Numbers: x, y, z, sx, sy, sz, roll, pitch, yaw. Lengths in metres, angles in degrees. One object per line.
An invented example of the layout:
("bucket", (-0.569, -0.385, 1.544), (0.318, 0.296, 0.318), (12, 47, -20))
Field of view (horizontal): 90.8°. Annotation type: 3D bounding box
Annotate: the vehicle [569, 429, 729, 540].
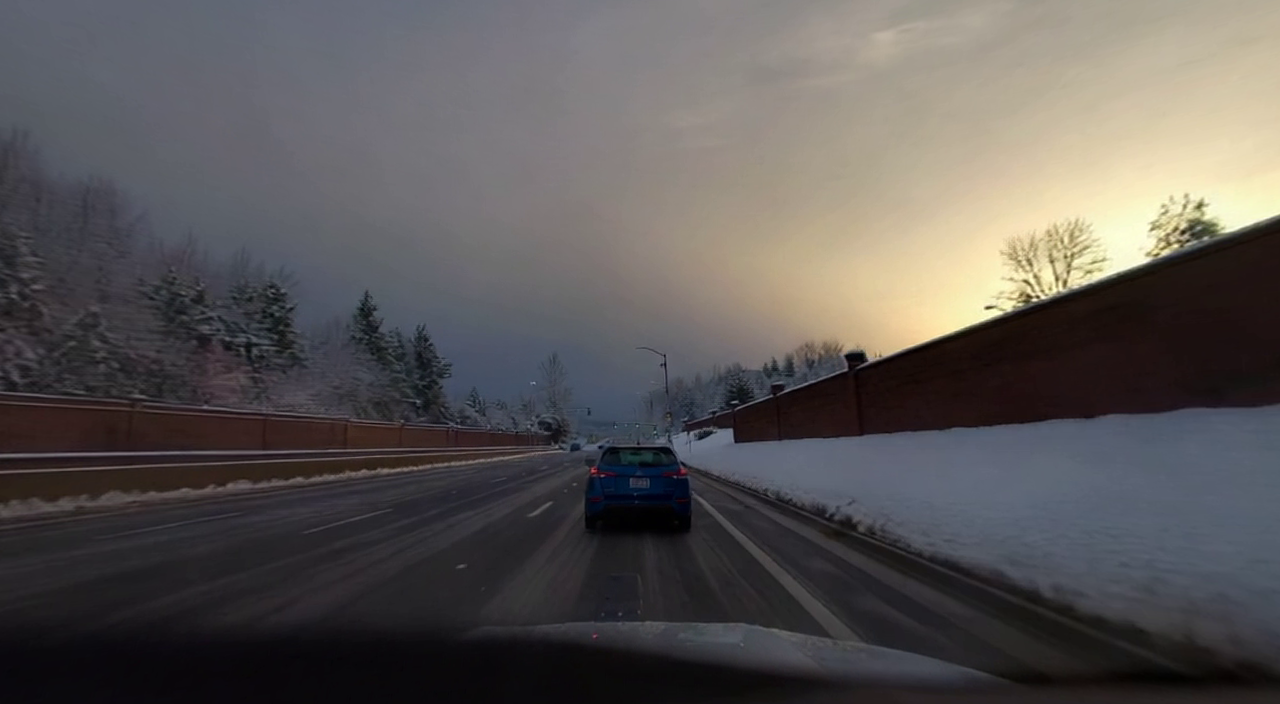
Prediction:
("vehicle", (0.078, 2.138, 10.888), (2.205, 1.509, 4.272), (0, -8, -1))
